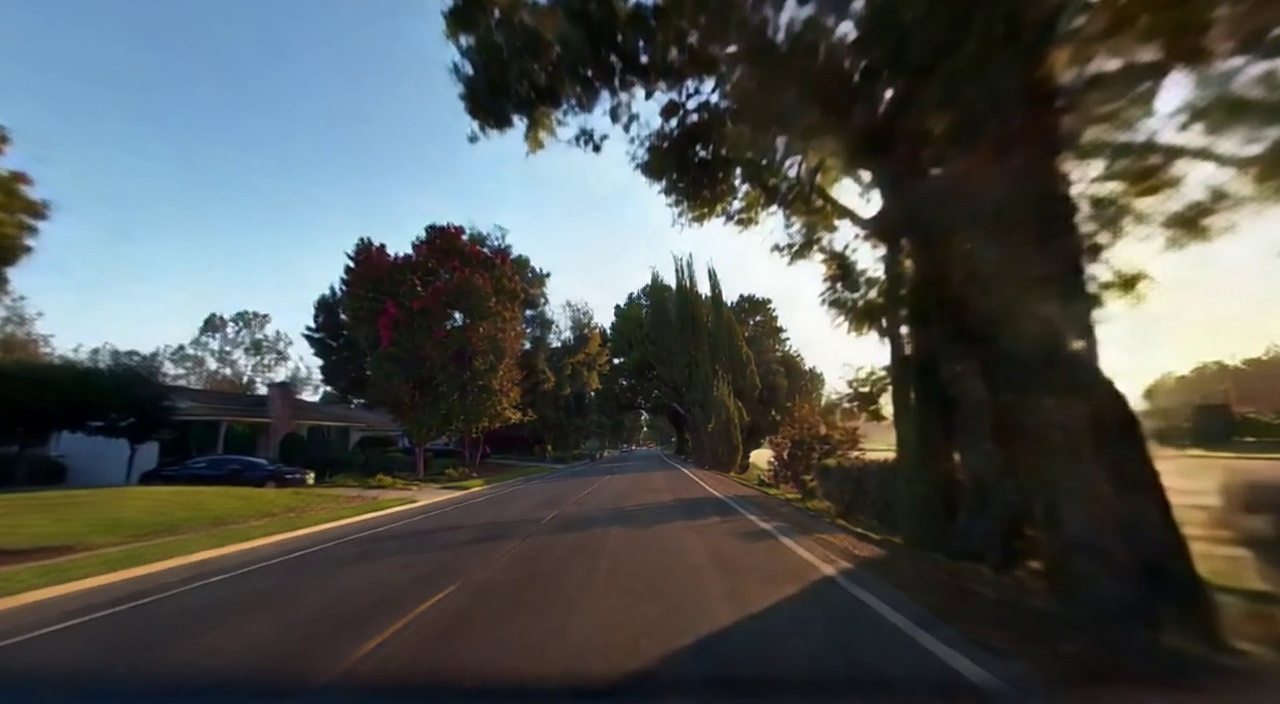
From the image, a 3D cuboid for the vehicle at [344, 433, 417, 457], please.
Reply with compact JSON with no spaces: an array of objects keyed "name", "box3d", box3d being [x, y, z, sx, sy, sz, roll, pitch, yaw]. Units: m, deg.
[{"name":"vehicle","box3d":[-19.903,7.157,48.565,4.640,1.765,2.242,0,-9,-3]}]
